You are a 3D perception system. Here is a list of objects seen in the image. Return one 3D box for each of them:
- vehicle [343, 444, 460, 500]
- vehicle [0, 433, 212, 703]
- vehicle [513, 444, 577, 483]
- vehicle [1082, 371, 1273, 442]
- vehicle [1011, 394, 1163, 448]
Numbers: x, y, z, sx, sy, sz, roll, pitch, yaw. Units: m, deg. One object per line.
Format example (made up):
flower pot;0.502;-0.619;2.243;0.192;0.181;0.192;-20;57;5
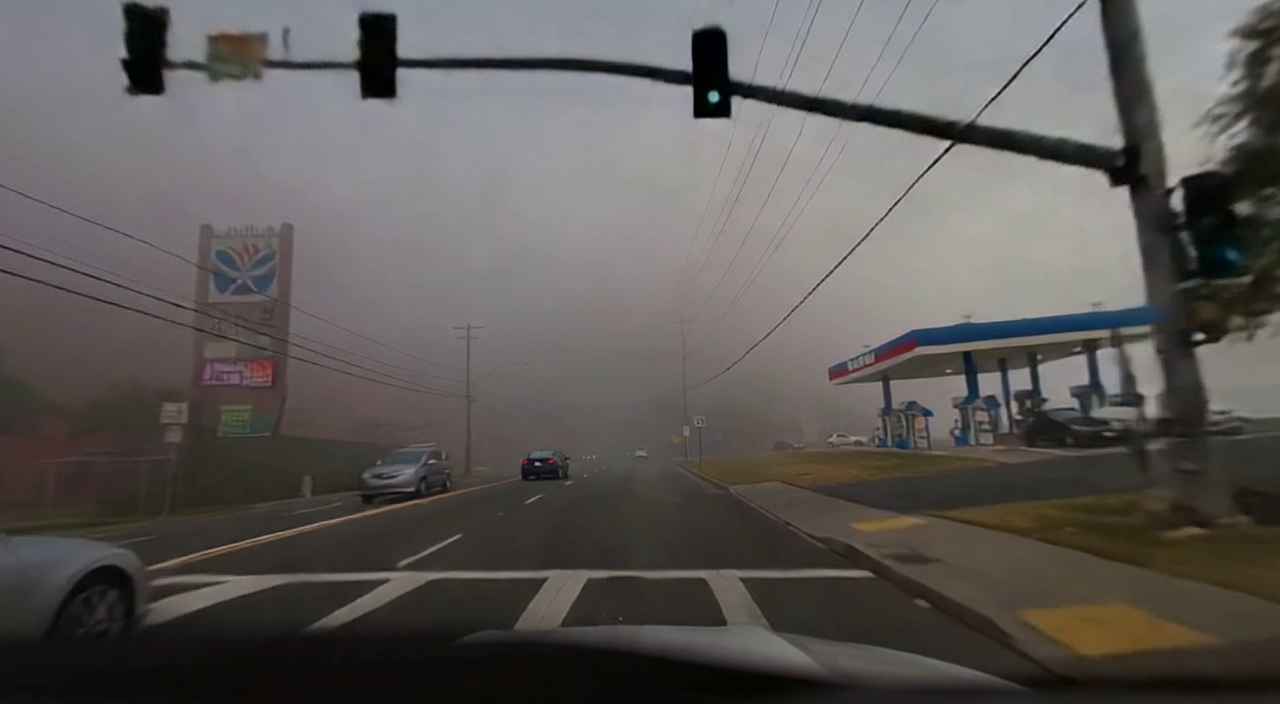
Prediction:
vehicle;-9.466;4.769;25.695;2.256;1.772;5.738;-6;-9;2
vehicle;-3.842;0.961;2.061;1.704;1.430;4.587;1;-8;-1
vehicle;-3.922;4.663;26.766;1.943;1.455;4.414;1;-8;1
vehicle;17.423;1.924;20.911;2.014;2.048;4.717;1;-8;-2
vehicle;14.349;2.333;20.638;1.835;1.549;4.178;1;-8;-1
